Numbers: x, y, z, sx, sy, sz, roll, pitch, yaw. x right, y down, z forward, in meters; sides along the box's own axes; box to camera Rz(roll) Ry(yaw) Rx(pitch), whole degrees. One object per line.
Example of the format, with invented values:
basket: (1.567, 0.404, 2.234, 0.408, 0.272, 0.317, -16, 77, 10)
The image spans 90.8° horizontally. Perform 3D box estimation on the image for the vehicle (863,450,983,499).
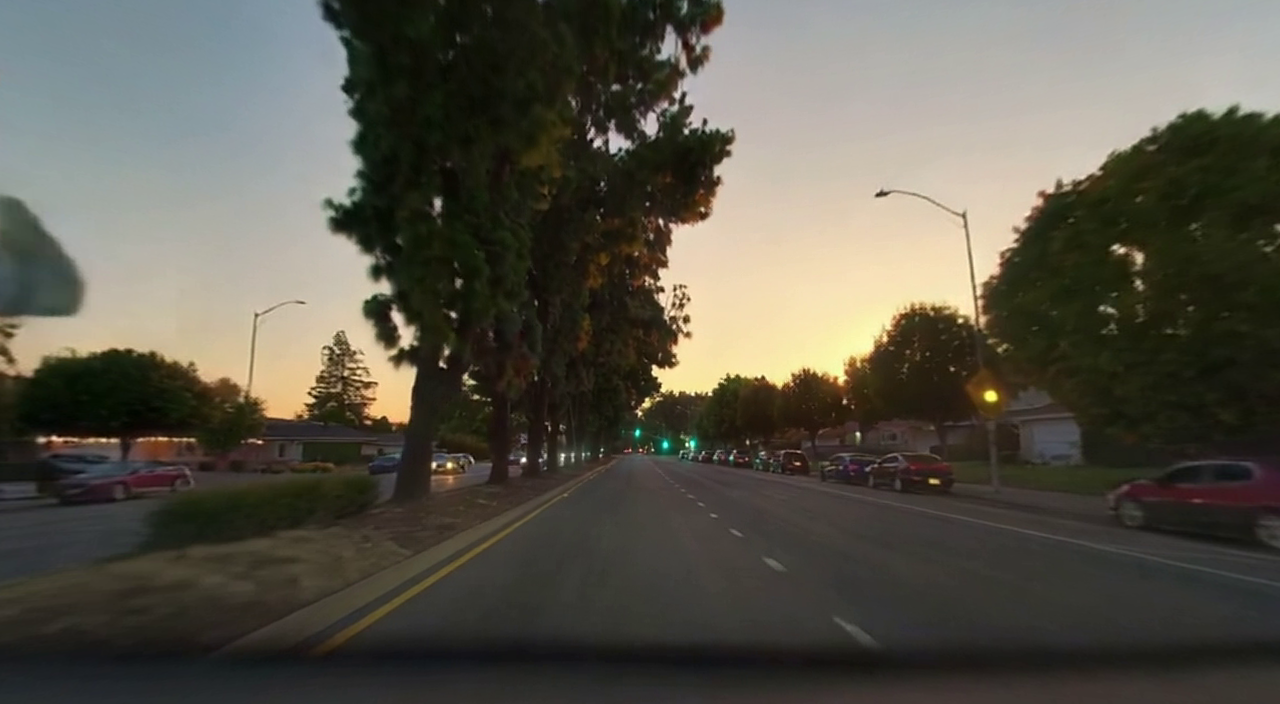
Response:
vehicle: (9.618, 4.166, 21.975, 1.899, 1.475, 4.572, 0, -9, -2)

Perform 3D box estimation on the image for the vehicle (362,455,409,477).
vehicle: (-18.497, 8.291, 46.111, 1.702, 1.452, 4.161, 0, -9, 0)

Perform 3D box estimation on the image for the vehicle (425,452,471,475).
vehicle: (-12.725, 7.388, 42.126, 1.769, 1.418, 4.173, 0, -9, 1)

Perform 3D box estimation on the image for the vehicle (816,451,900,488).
vehicle: (9.461, 5.129, 27.897, 1.918, 1.454, 4.683, 0, -9, -1)

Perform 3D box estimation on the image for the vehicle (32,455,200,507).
vehicle: (-18.433, 4.533, 22.623, 1.885, 1.553, 4.864, 0, -9, 0)

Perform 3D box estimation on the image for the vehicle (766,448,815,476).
vehicle: (9.604, 7.029, 40.733, 1.885, 1.685, 4.430, 0, -9, -2)

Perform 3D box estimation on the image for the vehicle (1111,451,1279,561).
vehicle: (9.658, 2.197, 9.230, 1.961, 1.456, 4.493, 0, -9, -2)
